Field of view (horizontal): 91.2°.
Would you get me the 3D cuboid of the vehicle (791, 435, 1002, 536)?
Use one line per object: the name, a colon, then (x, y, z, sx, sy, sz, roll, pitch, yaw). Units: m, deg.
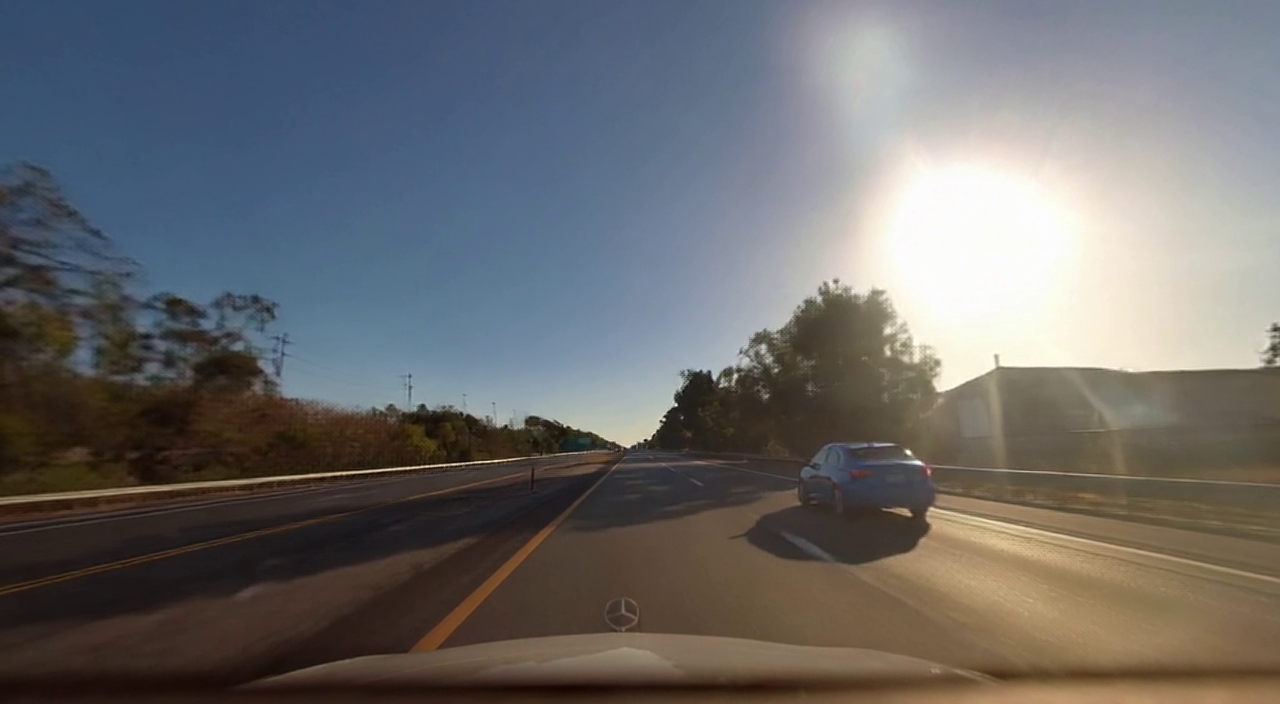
vehicle: (4.263, 2.285, 11.287, 1.981, 1.440, 4.125, 0, -9, -1)
